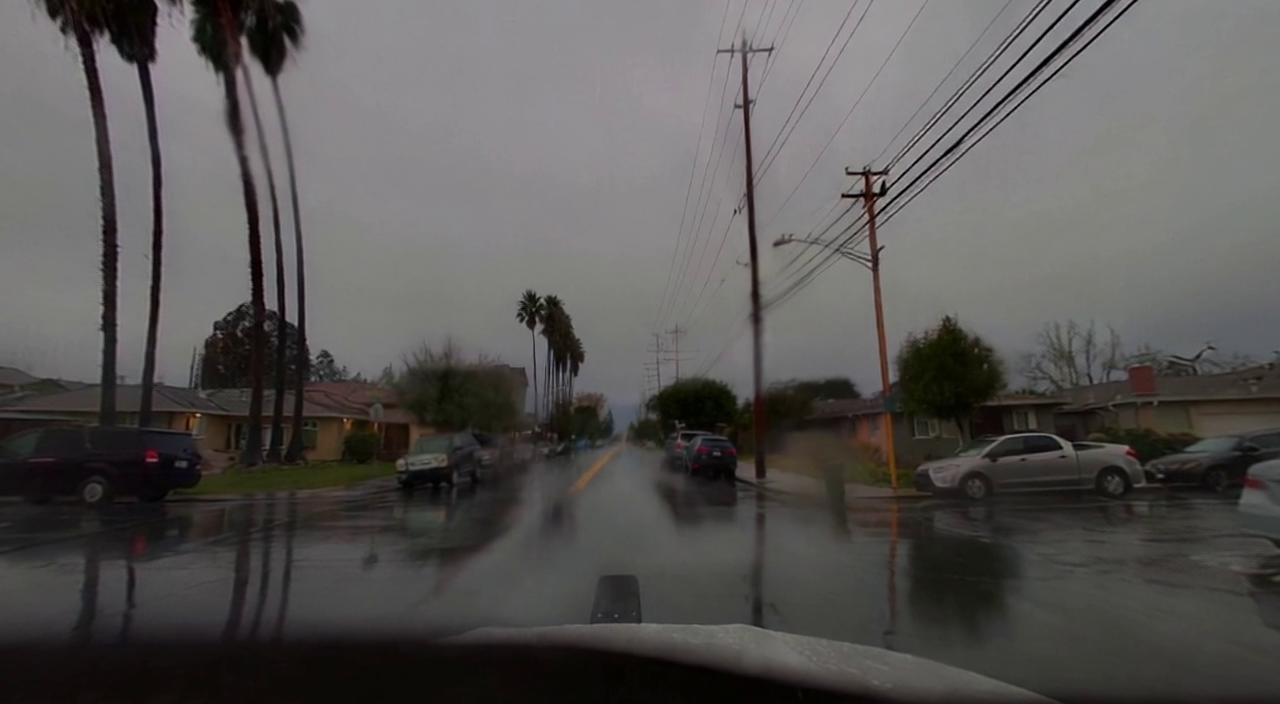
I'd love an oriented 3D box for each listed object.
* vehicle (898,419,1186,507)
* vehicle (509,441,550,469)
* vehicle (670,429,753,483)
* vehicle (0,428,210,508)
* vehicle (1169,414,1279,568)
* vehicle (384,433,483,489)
[{"bbox_3d":[10.303,2.876,16.574,5.971,1.967,2.385,-1,-9,-5],"label":"vehicle"},{"bbox_3d":[-7.821,7.316,45.133,2.178,1.865,4.658,1,-9,-2],"label":"vehicle"},{"bbox_3d":[2.711,4.168,25.588,2.505,1.895,5.805,1,-9,-2],"label":"vehicle"},{"bbox_3d":[-14.779,2.953,16.067,5.847,1.766,2.392,-1,-9,-2],"label":"vehicle"},{"bbox_3d":[8.990,1.562,7.129,4.181,1.638,2.015,0,-9,-1],"label":"vehicle"},{"bbox_3d":[-6.949,3.720,21.834,2.198,1.724,4.493,1,-9,-5],"label":"vehicle"}]
